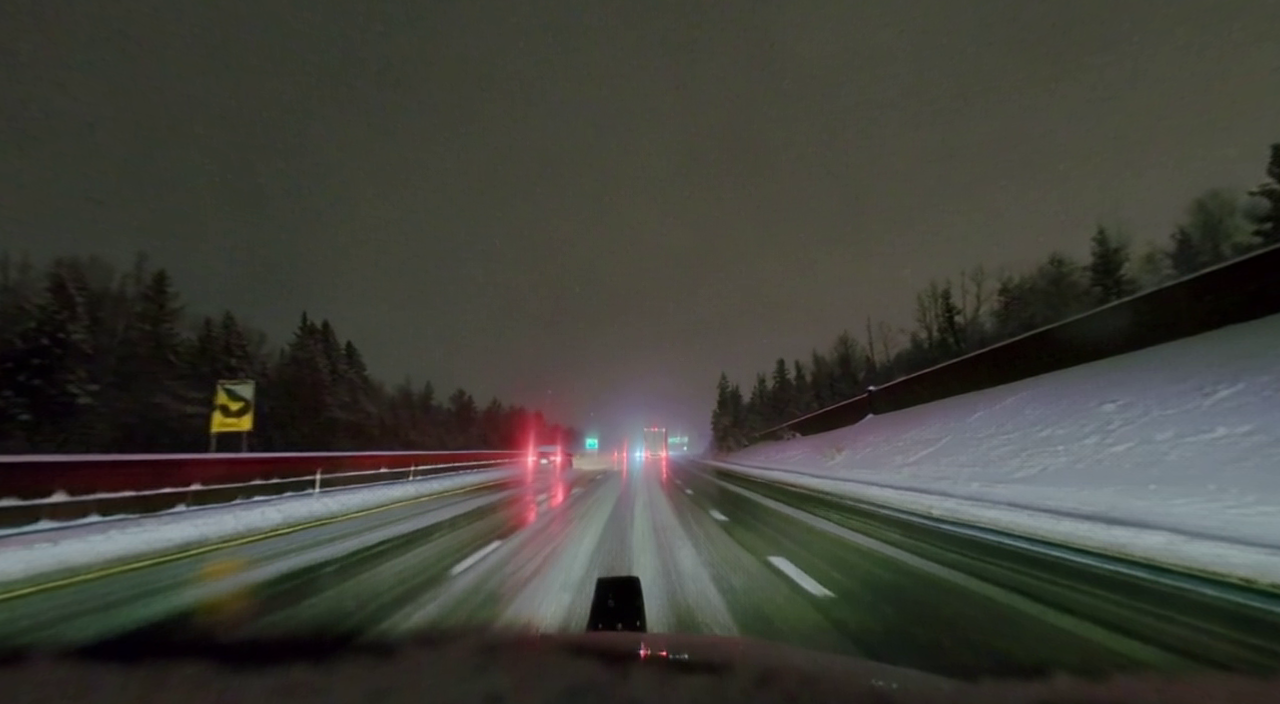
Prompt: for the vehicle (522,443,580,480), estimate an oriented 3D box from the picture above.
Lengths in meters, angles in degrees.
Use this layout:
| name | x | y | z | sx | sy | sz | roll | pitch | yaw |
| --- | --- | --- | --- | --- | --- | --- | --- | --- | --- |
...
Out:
| name | x | y | z | sx | sy | sz | roll | pitch | yaw |
| --- | --- | --- | --- | --- | --- | --- | --- | --- | --- |
| vehicle | -4.123 | 5.136 | 29.818 | 2.035 | 1.595 | 4.022 | 0 | -9 | 1 |
